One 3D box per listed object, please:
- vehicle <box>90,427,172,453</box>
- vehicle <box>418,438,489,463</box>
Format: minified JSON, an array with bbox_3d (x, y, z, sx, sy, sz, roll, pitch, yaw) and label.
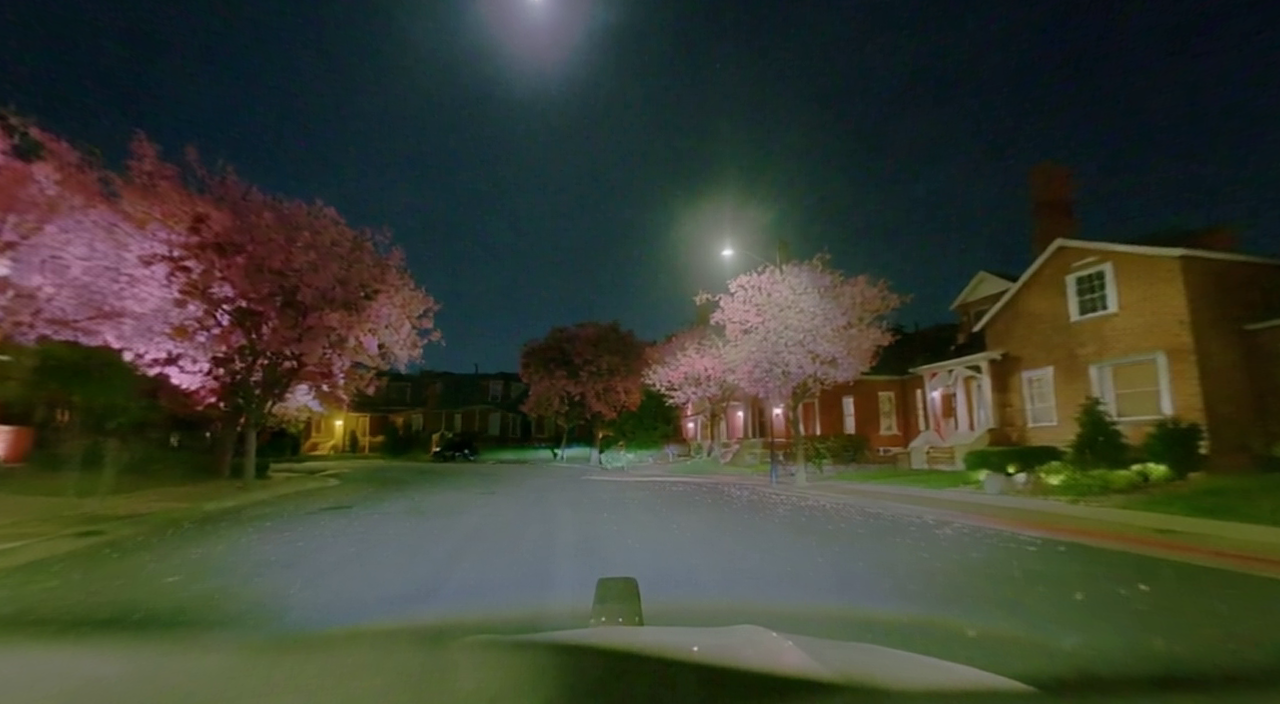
[{"bbox_3d":[-35.883,6.228,44.570,4.237,1.728,2.203,-2,-9,14],"label":"vehicle"},{"bbox_3d":[-14.244,7.551,48.531,4.815,1.827,2.147,1,-9,-3],"label":"vehicle"}]
